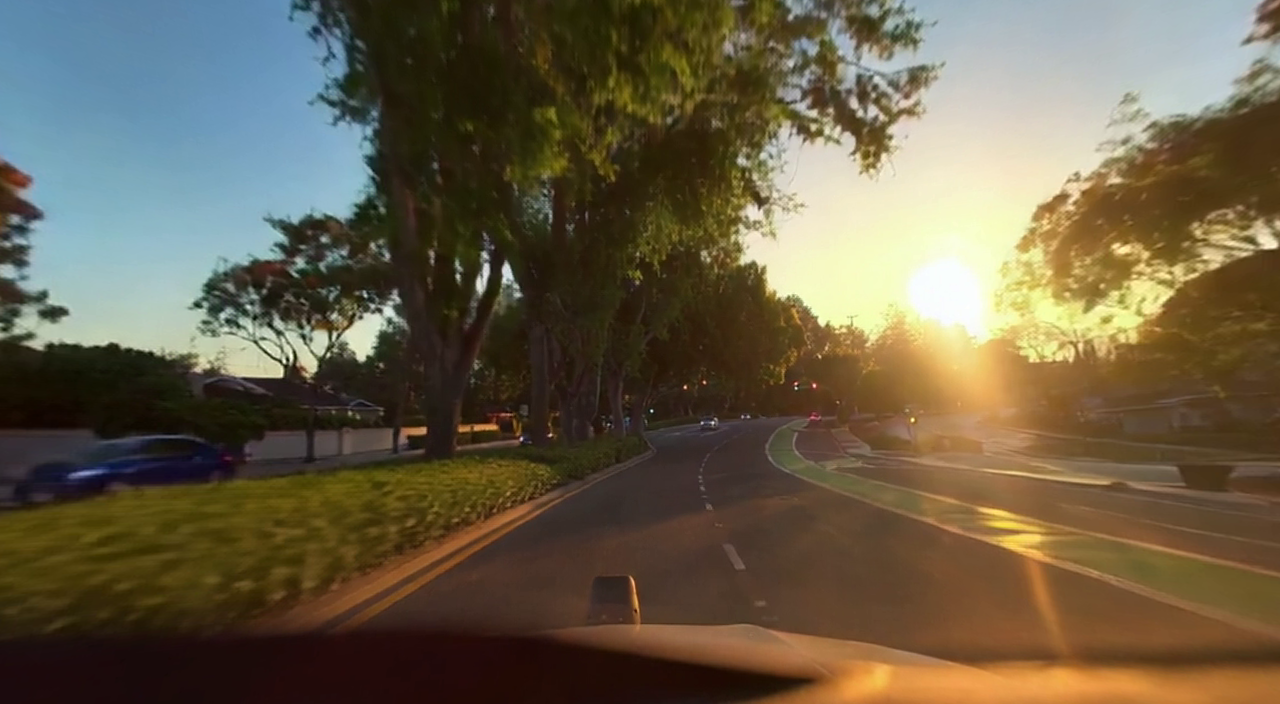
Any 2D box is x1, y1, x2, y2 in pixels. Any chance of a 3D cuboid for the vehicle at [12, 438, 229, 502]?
[{"bbox_3d":[-14.570,3.308,18.206,2.061,1.559,4.729,-1,-8,3],"label":"vehicle"}]
